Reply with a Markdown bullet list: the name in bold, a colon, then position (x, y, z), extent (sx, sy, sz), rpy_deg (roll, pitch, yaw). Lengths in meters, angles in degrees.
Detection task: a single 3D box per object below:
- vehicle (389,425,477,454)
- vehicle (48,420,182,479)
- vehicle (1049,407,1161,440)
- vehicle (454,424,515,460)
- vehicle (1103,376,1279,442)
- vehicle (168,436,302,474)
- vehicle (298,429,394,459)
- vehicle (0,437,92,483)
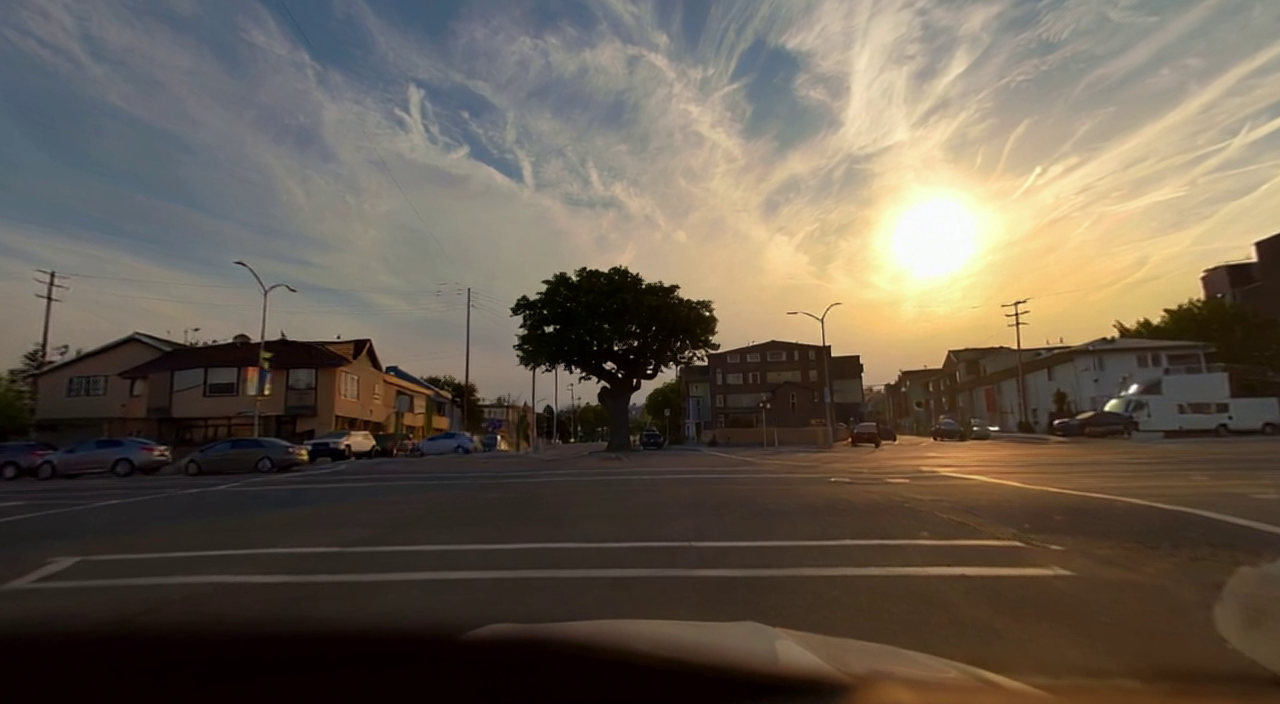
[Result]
- **vehicle**: position (-14.733, 6.275, 45.177), extent (5.557, 1.934, 2.060), rpy_deg (0, -9, -2)
- **vehicle**: position (-21.294, 3.967, 25.672), extent (3.506, 2.261, 2.158), rpy_deg (-1, -9, 6)
- **vehicle**: position (29.763, 4.594, 40.447), extent (5.277, 2.032, 2.408), rpy_deg (0, -7, -2)
- **vehicle**: position (-7.987, 4.686, 32.910), extent (2.156, 1.620, 4.945), rpy_deg (3, -8, -4)
- **vehicle**: position (33.867, 3.392, 37.321), extent (10.986, 3.604, 2.707), rpy_deg (0, -8, -5)
- **vehicle**: position (-16.112, 4.113, 25.175), extent (4.233, 1.432, 1.755), rpy_deg (-1, -9, 7)
- **vehicle**: position (-16.963, 5.346, 36.563), extent (2.010, 1.583, 4.582), rpy_deg (-6, -10, 35)
- **vehicle**: position (-25.847, 4.456, 26.131), extent (4.696, 1.801, 1.948), rpy_deg (-1, -9, 8)
